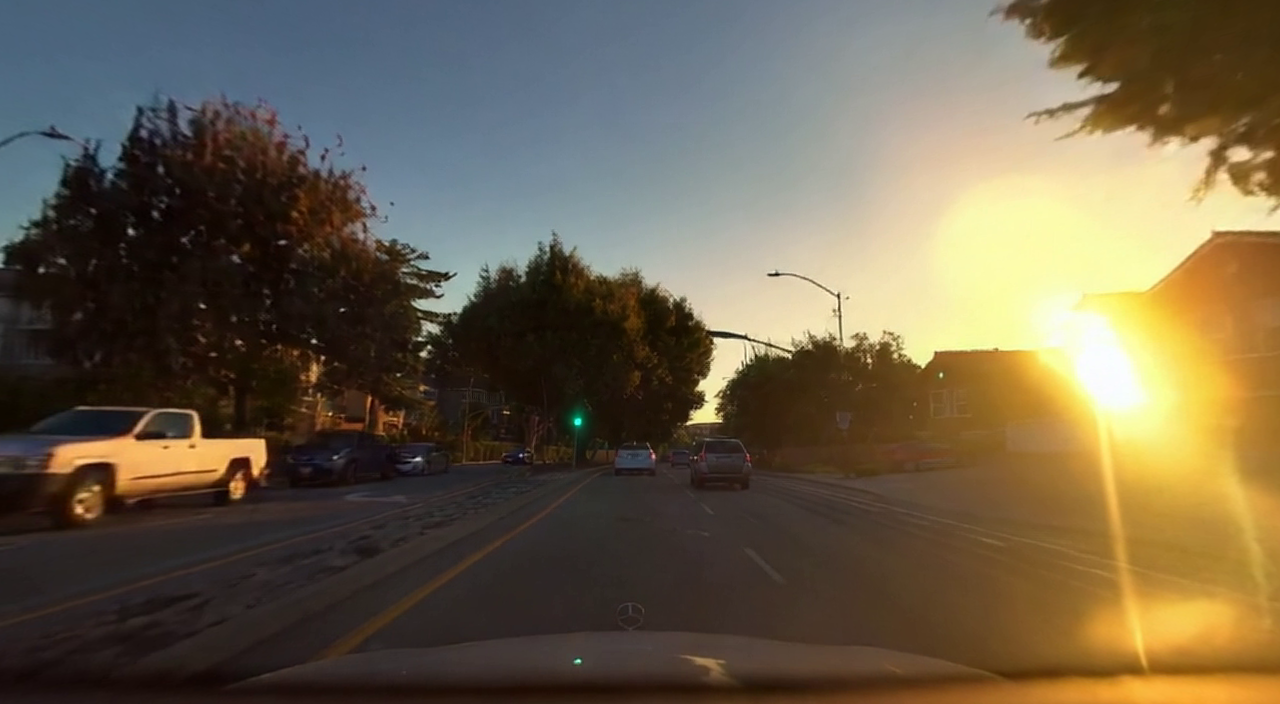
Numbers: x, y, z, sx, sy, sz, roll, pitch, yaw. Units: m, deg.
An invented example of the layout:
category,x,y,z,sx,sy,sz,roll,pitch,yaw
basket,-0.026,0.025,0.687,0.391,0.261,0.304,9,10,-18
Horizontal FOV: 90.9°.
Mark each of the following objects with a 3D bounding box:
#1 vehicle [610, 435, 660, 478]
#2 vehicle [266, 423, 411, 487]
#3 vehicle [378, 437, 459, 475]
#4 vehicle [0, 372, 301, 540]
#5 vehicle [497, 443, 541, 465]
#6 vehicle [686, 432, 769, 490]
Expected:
category,x,y,z,sx,sy,sz,roll,pitch,yaw
vehicle,-0.236,4.849,29.470,2.185,1.822,4.391,0,-8,-1
vehicle,-9.220,3.201,19.897,1.893,1.735,5.318,0,-8,1
vehicle,-9.175,4.328,26.505,1.829,1.463,4.403,0,-8,0
vehicle,-9.144,1.813,11.328,2.037,2.113,7.185,0,-8,1
vehicle,-8.704,7.385,45.766,1.991,1.503,4.688,-1,-8,4
vehicle,2.898,3.729,21.915,2.166,1.799,4.372,0,-8,-1
